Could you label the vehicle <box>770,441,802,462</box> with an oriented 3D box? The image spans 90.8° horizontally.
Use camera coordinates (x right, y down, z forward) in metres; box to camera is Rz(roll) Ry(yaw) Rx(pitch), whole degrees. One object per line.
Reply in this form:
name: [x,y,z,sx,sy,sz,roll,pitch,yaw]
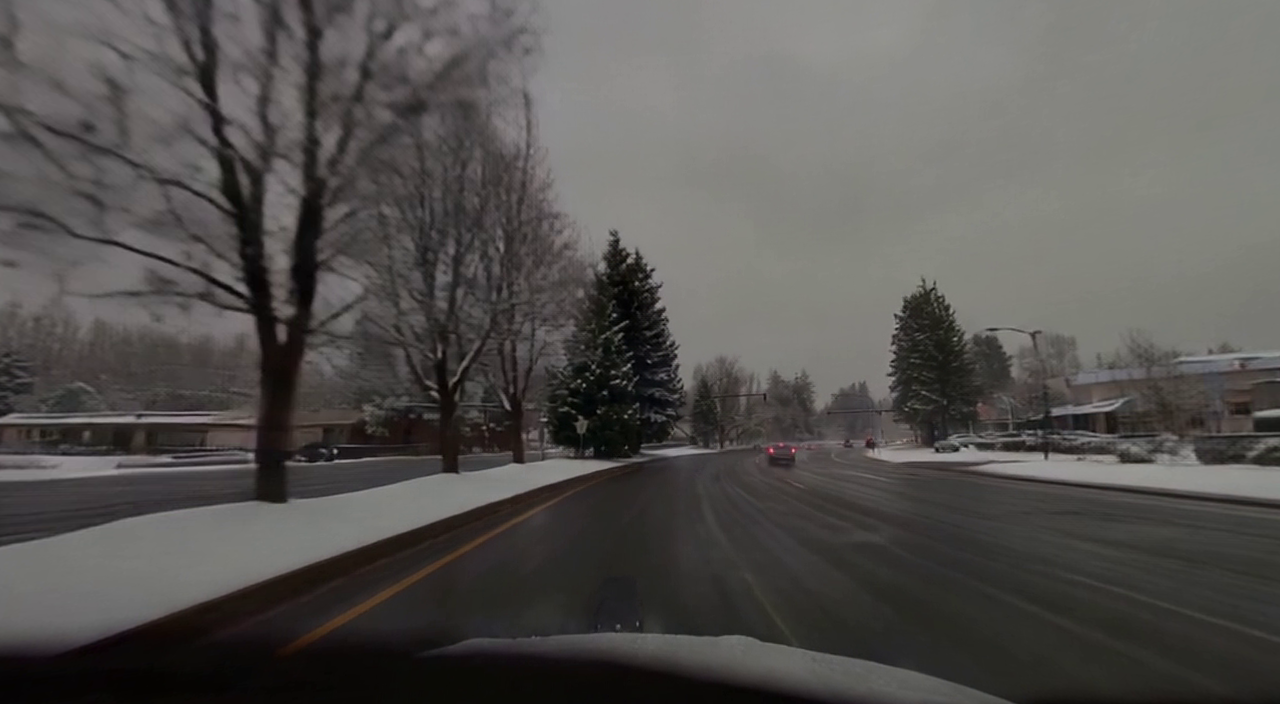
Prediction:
vehicle: [10.998,7.509,47.755,1.988,1.460,3.996,-1,-8,7]
